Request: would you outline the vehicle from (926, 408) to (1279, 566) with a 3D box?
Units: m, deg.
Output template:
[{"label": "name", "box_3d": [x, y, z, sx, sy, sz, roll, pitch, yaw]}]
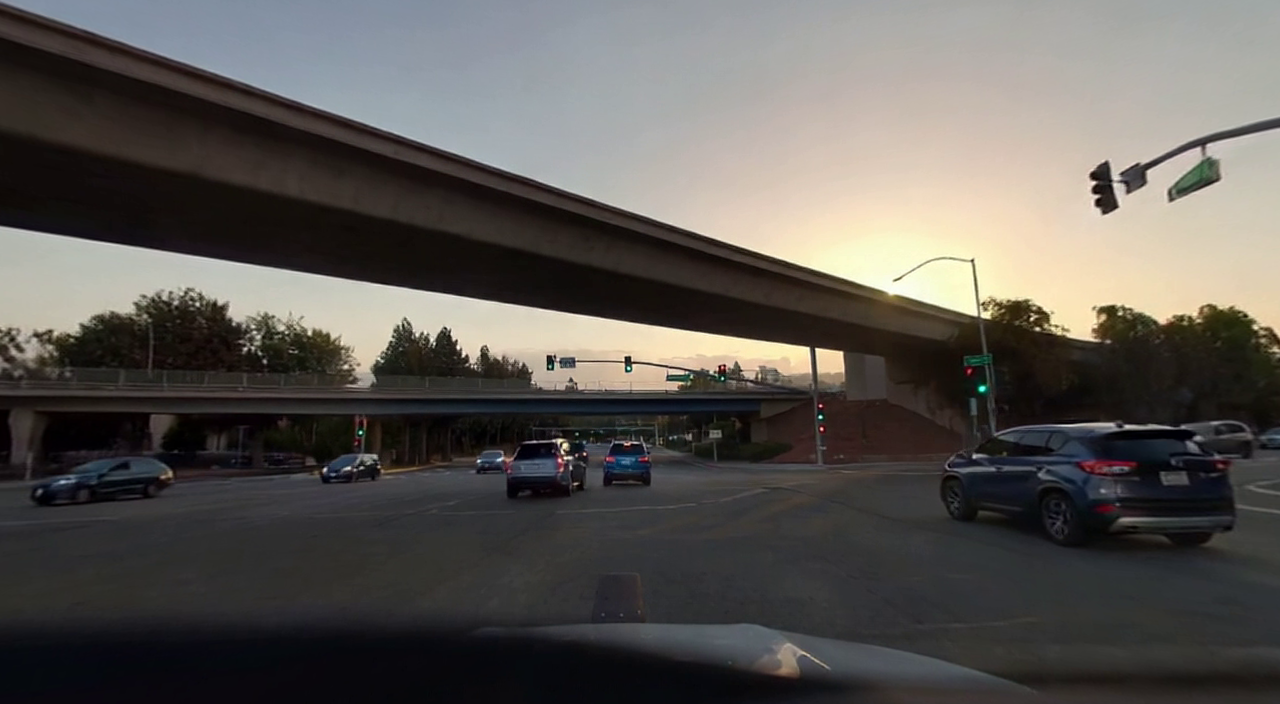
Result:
[{"label": "vehicle", "box_3d": [6.337, 1.858, 9.436, 2.074, 1.785, 4.320, 0, -8, 0]}]

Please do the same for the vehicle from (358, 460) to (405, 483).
[{"label": "vehicle", "box_3d": [-19.858, 9.200, 48.702, 1.857, 1.534, 4.221, 0, -8, -1]}]

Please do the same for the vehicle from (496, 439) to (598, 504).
[{"label": "vehicle", "box_3d": [-2.720, 3.630, 19.716, 2.060, 1.768, 4.681, -1, -8, 6]}]

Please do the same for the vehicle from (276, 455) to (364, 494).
[{"label": "vehicle", "box_3d": [-16.073, 6.159, 32.075, 2.007, 1.730, 4.774, 0, -8, 0]}]

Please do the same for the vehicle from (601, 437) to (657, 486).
[{"label": "vehicle", "box_3d": [-0.444, 4.978, 28.982, 2.342, 2.026, 4.642, 0, -8, 0]}]

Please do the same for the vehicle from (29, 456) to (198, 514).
[{"label": "vehicle", "box_3d": [-19.504, 4.900, 23.800, 2.131, 1.816, 4.960, 0, -8, -1]}]

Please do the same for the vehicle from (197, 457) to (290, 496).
[{"label": "vehicle", "box_3d": [-23.357, 7.319, 37.523, 2.039, 1.965, 5.291, 0, -8, 0]}]
